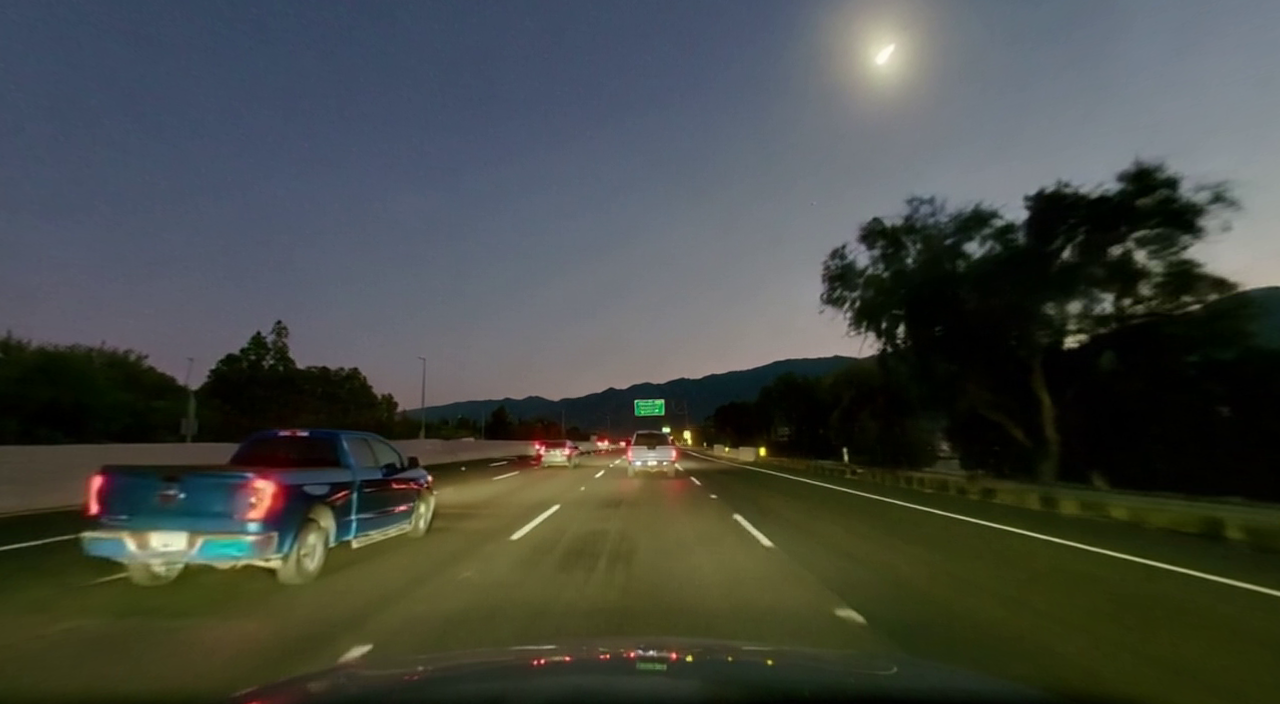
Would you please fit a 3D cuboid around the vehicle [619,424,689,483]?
[{"bbox_3d":[0.466,3.637,22.850,2.229,1.837,5.387,0,-8,1],"label":"vehicle"}]

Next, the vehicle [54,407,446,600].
[{"bbox_3d":[-3.920,1.576,7.406,1.959,1.604,4.065,0,-8,0],"label":"vehicle"}]

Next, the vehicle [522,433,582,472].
[{"bbox_3d":[-3.922,4.581,28.892,2.106,1.651,4.040,-1,-8,1],"label":"vehicle"}]
